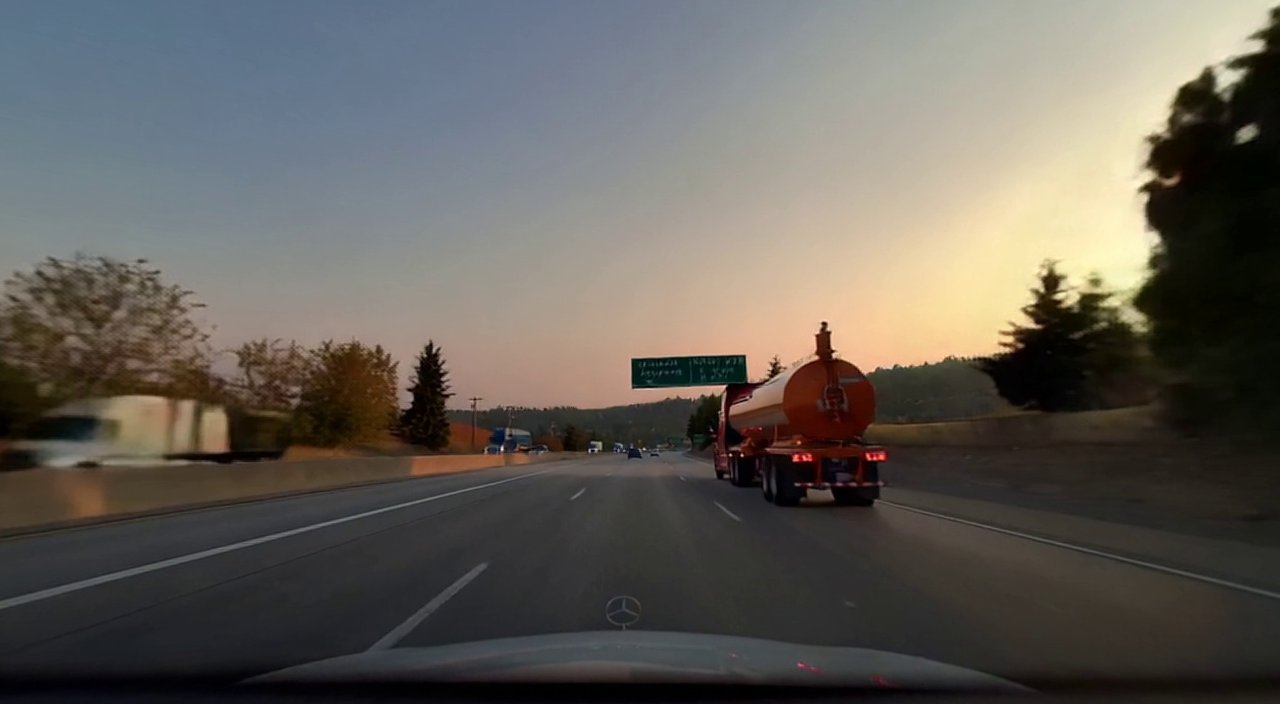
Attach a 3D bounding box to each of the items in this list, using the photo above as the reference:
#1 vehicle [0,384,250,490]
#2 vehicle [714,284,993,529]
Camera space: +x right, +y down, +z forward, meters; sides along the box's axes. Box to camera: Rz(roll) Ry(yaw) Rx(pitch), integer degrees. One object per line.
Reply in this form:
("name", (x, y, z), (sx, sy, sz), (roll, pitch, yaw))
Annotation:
("vehicle", (-19.522, 3.412, 24.729), (2.858, 3.421, 8.433), (0, -9, 1))
("vehicle", (4.340, 1.896, 17.366), (2.784, 4.080, 13.516), (-2, -9, 0))
